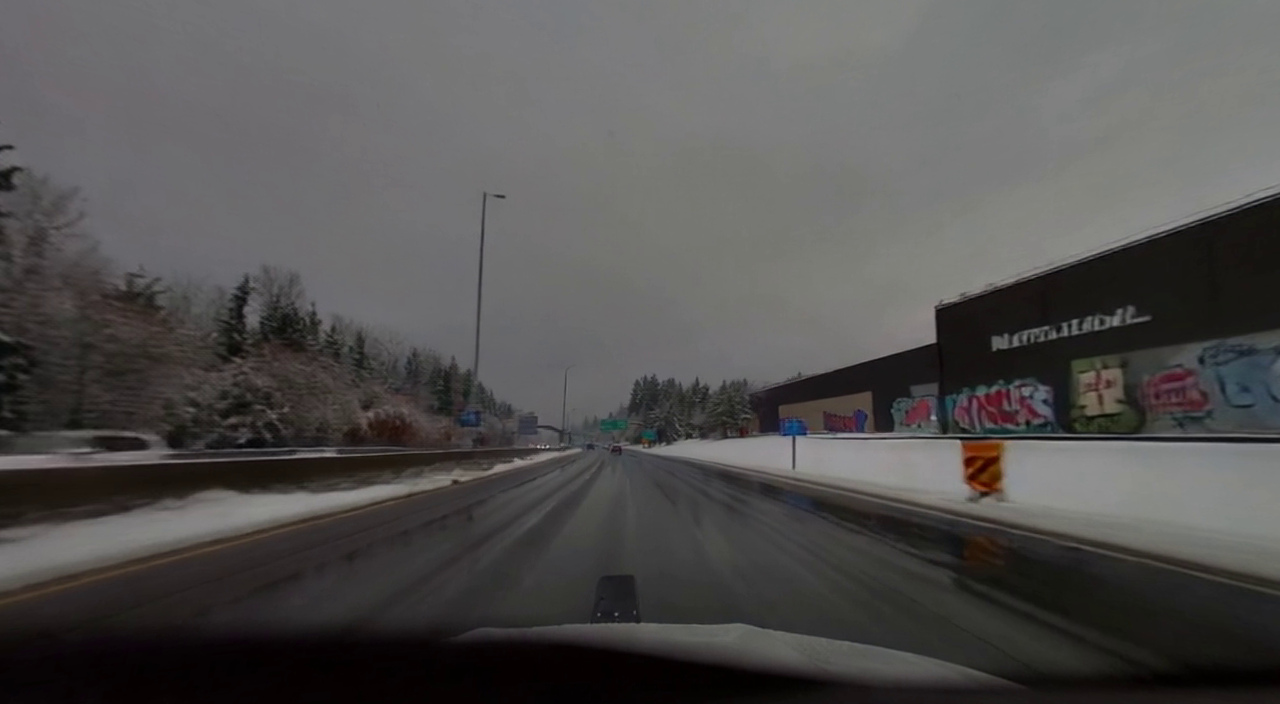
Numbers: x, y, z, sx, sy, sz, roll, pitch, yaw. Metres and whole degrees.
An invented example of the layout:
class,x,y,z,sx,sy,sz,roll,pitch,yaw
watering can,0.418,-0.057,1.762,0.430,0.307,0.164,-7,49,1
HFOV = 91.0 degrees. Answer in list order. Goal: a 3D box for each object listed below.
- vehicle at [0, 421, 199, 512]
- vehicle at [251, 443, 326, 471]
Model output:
class,x,y,z,sx,sy,sz,roll,pitch,yaw
vehicle,-12.401,2.451,13.908,2.142,1.679,4.358,0,-8,-1
vehicle,-20.751,6.191,37.400,1.868,1.481,4.609,0,-8,-1
